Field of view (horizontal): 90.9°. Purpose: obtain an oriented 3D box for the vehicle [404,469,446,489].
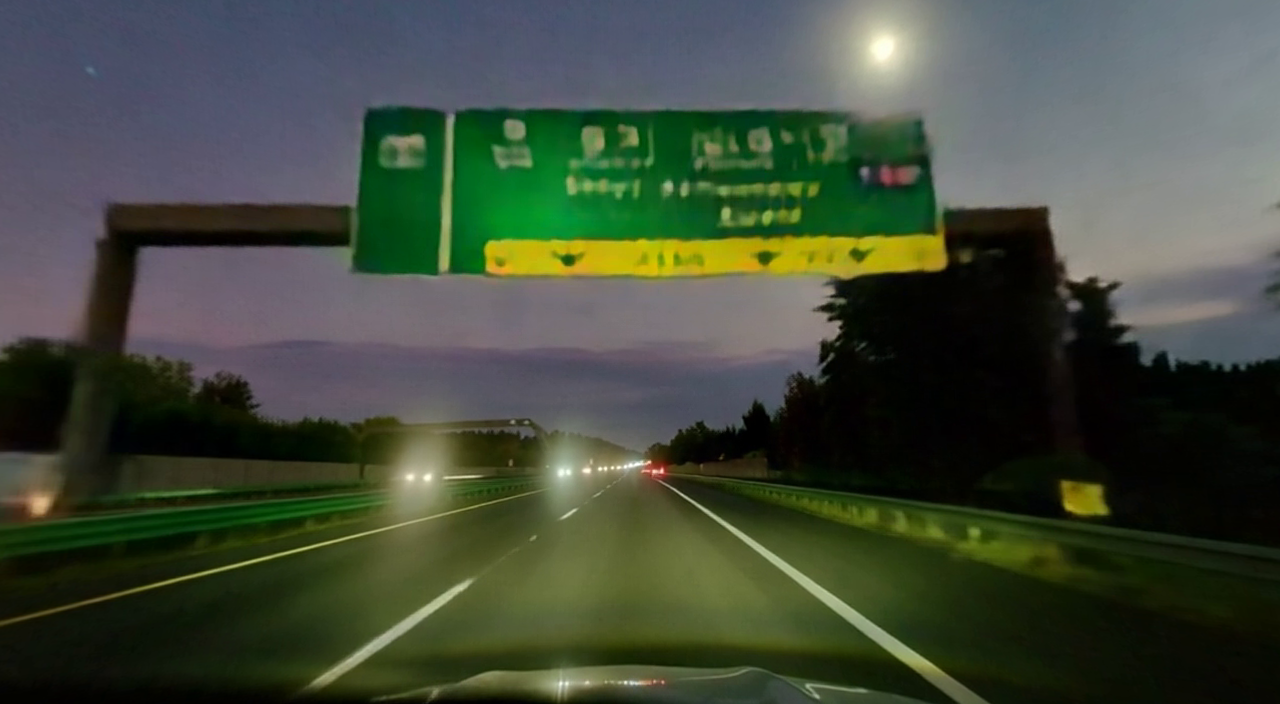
[{"bbox_3d":[-16.439,9.704,48.380,1.807,1.428,3.938,1,-11,1],"label":"vehicle"}]
